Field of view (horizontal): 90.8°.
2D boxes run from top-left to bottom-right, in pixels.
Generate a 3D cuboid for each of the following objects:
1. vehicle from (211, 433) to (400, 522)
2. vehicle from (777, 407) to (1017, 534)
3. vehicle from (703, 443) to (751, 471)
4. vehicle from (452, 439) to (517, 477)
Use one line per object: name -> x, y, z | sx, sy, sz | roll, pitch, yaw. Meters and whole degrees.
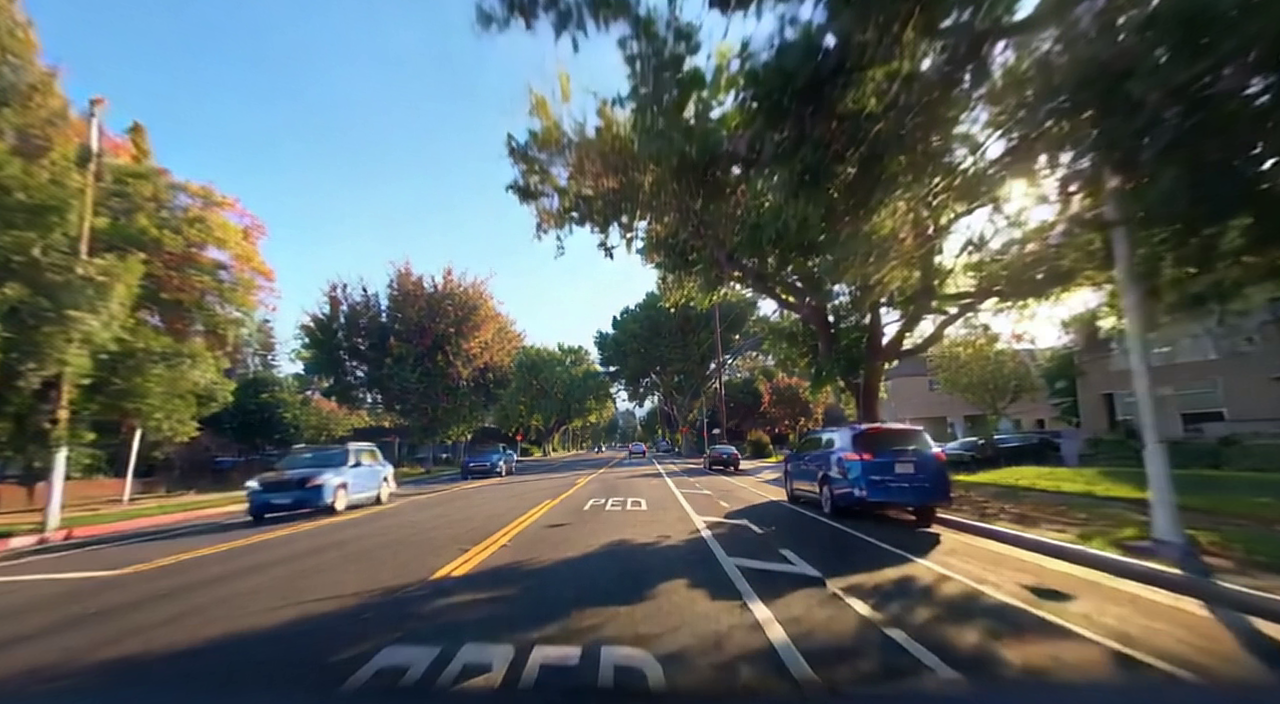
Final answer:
vehicle -> -7.382, 2.783, 14.576 | 1.979, 1.711, 4.331 | 0, -8, 0
vehicle -> 4.710, 2.331, 13.135 | 2.335, 1.972, 6.368 | 0, -8, 0
vehicle -> 4.759, 5.805, 35.187 | 1.987, 1.479, 4.562 | 0, -8, 0
vehicle -> -7.428, 5.106, 30.635 | 1.989, 1.706, 4.495 | 0, -8, 1
